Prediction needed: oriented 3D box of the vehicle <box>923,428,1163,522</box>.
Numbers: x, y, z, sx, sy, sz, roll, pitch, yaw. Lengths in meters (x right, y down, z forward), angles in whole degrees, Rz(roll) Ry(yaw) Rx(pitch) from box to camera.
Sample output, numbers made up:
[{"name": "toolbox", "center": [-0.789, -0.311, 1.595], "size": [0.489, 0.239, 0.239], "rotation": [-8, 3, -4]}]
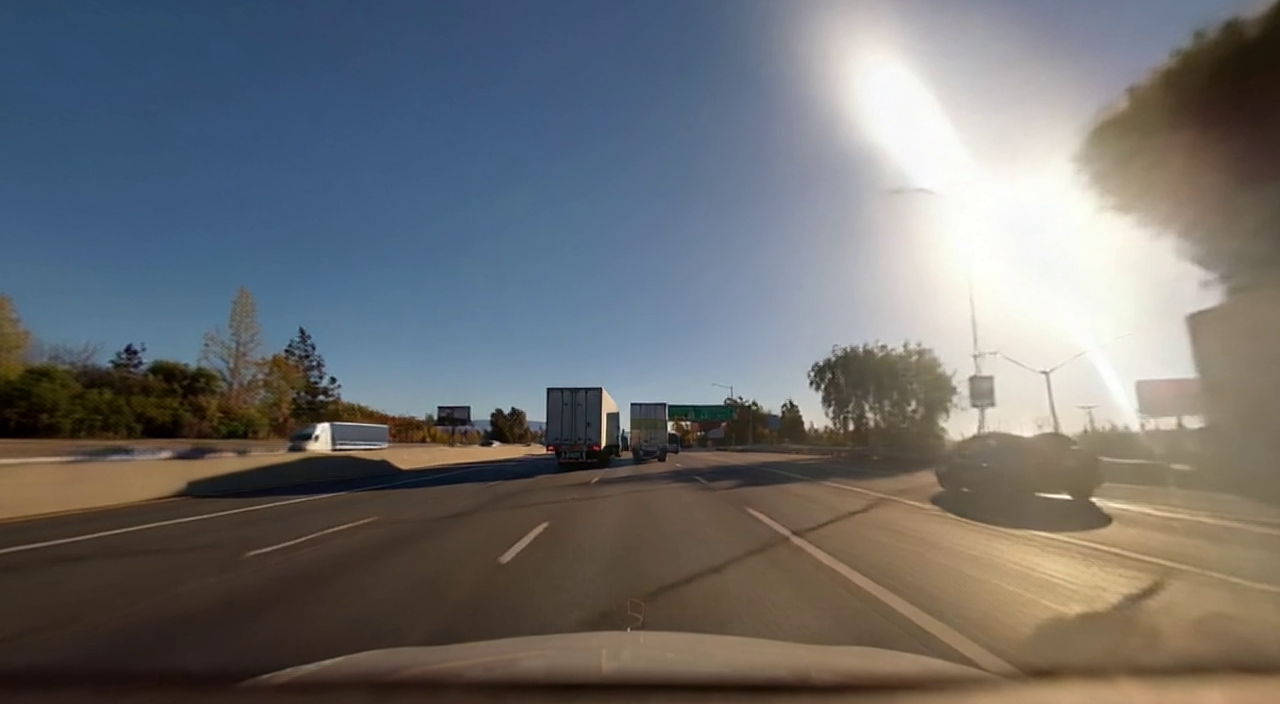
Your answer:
[{"name": "vehicle", "center": [7.835, 2.382, 12.937], "size": [1.969, 1.560, 4.394], "rotation": [1, -8, -1]}]

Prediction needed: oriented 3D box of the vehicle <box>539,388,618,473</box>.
[{"name": "vehicle", "center": [-3.073, 4.451, 35.389], "size": [2.962, 3.947, 11.574], "rotation": [0, -8, 1]}]

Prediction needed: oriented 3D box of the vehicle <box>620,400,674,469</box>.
[{"name": "vehicle", "center": [0.413, 5.418, 42.040], "size": [3.054, 3.944, 11.230], "rotation": [-1, -7, 0]}]
